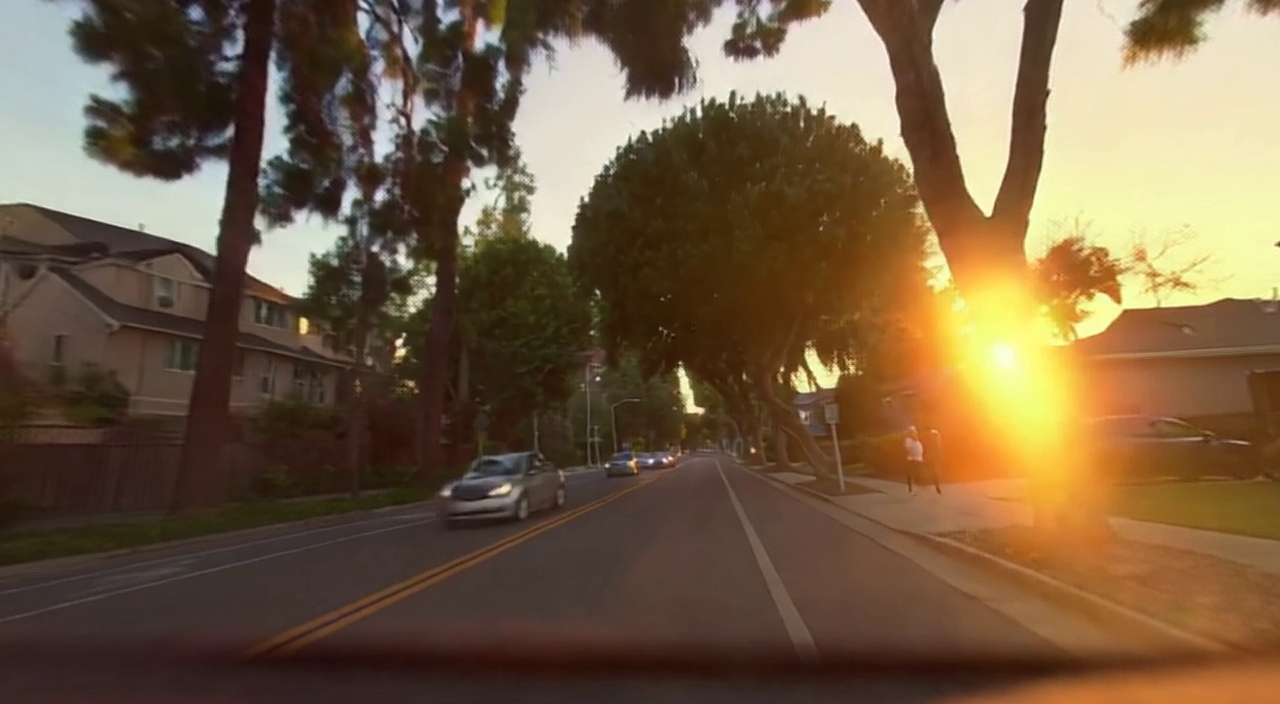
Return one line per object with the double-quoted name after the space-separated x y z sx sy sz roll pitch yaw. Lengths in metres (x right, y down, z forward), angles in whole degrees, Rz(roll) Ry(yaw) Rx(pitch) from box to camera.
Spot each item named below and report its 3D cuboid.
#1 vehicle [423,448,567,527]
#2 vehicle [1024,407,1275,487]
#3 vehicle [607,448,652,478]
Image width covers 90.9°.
-3.130 3.014 14.659 1.906 1.498 4.222 -1 -8 7 "vehicle"
13.291 2.504 16.771 4.665 1.944 2.092 0 -8 5 "vehicle"
-0.572 6.763 38.771 2.167 1.691 4.755 -1 -8 7 "vehicle"
